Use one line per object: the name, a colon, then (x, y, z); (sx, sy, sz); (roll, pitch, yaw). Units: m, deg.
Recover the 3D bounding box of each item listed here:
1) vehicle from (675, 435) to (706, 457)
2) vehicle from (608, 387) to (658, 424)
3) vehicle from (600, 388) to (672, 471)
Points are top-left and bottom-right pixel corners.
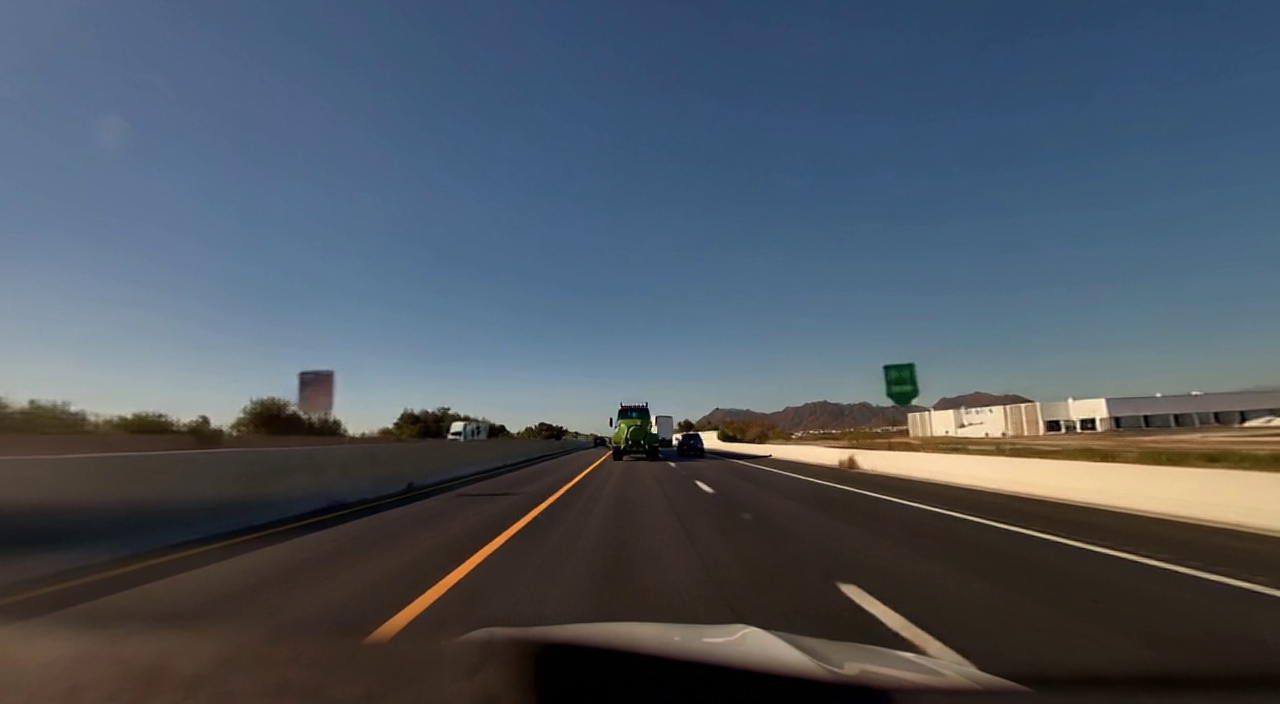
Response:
vehicle: (3.697, 6.896, 46.363); (1.910, 1.492, 4.324); (0, -8, 0)
vehicle: (-0.282, 2.482, 28.429); (2.112, 1.472, 4.240); (0, -8, 0)
vehicle: (-0.375, 4.080, 32.882); (2.953, 3.406, 13.372); (0, -7, -2)
